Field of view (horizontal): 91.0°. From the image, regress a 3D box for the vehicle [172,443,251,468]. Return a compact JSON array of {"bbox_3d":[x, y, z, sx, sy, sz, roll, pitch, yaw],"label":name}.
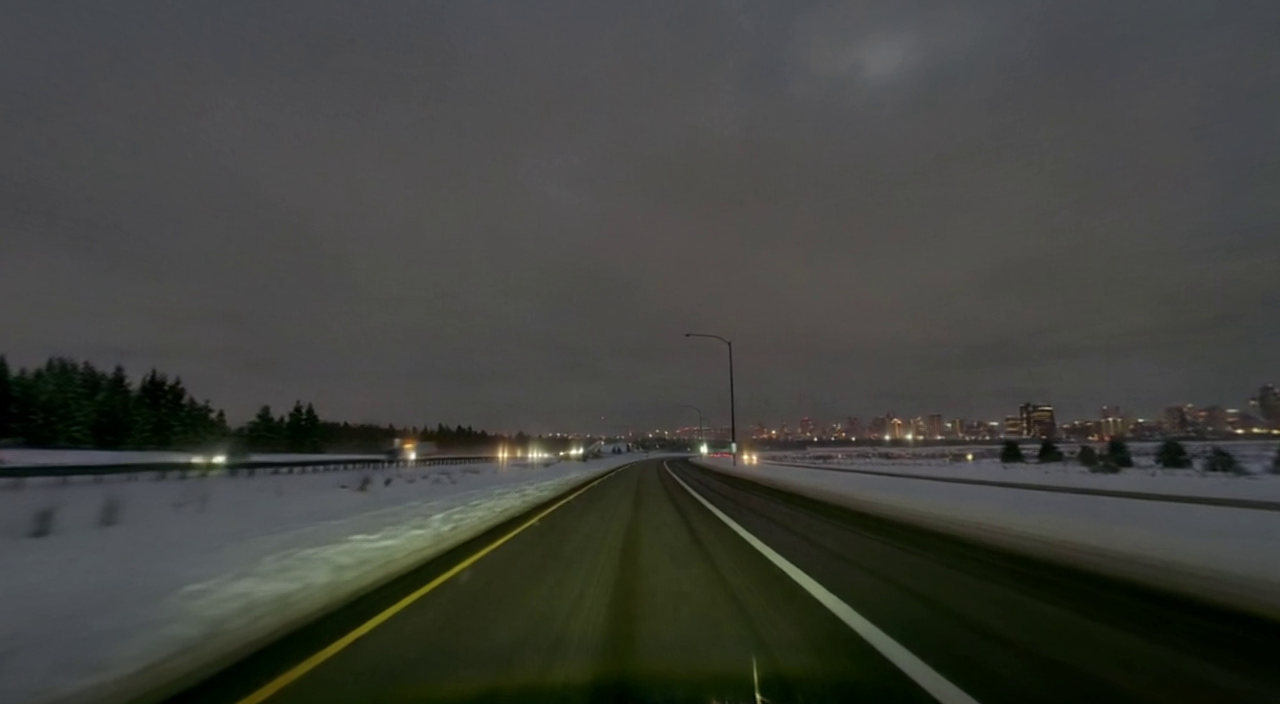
[{"bbox_3d":[-31.846,7.710,47.016,2.167,1.681,5.717,0,-9,-4],"label":"vehicle"}]
